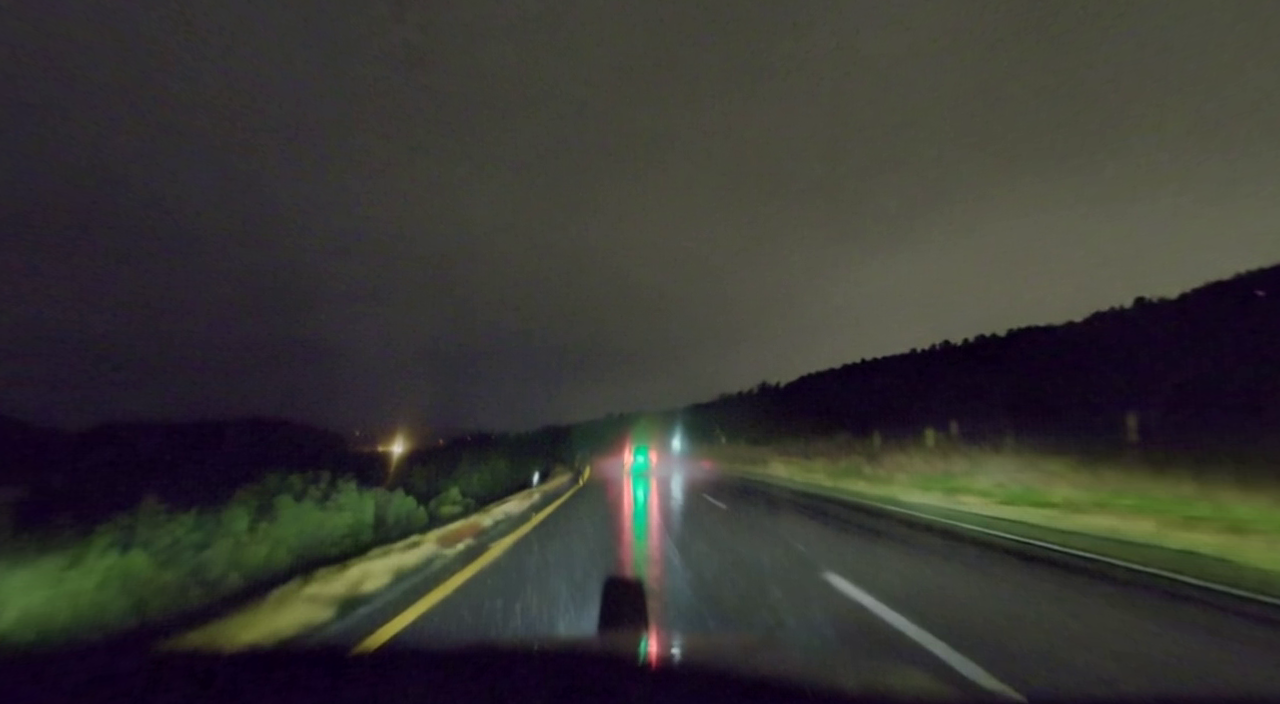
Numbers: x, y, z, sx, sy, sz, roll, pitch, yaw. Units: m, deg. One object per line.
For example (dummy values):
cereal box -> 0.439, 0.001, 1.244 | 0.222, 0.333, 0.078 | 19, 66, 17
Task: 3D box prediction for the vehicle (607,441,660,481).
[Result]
vehicle -> -0.343, 4.445, 26.017 | 2.029, 1.474, 4.183 | 0, -9, -2
